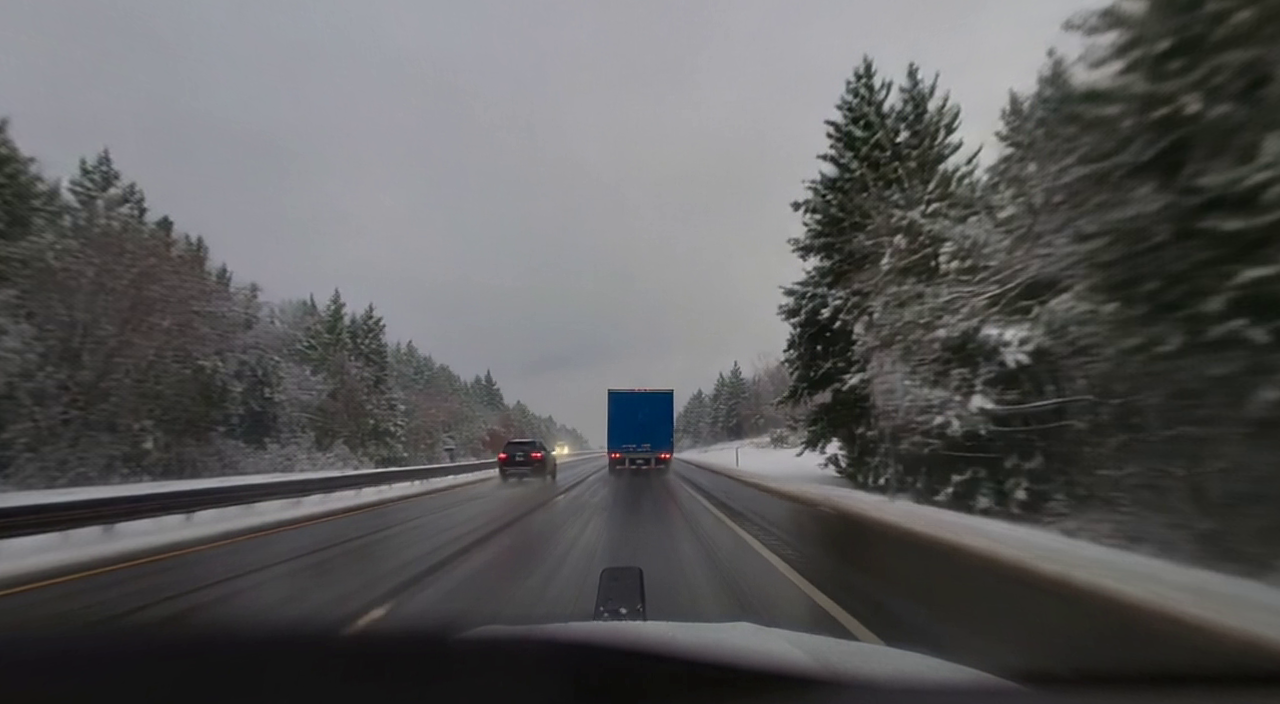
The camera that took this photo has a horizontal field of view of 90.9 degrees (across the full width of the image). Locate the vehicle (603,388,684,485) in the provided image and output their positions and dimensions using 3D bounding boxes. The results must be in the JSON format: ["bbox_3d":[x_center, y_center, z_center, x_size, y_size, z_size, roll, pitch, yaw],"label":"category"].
[{"bbox_3d":[0.003,3.750,27.328,2.913,3.530,8.648,0,-9,-2],"label":"vehicle"}]

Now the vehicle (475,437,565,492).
[{"bbox_3d":[-3.908,3.767,21.376,2.160,1.661,4.388,0,-9,0],"label":"vehicle"}]
